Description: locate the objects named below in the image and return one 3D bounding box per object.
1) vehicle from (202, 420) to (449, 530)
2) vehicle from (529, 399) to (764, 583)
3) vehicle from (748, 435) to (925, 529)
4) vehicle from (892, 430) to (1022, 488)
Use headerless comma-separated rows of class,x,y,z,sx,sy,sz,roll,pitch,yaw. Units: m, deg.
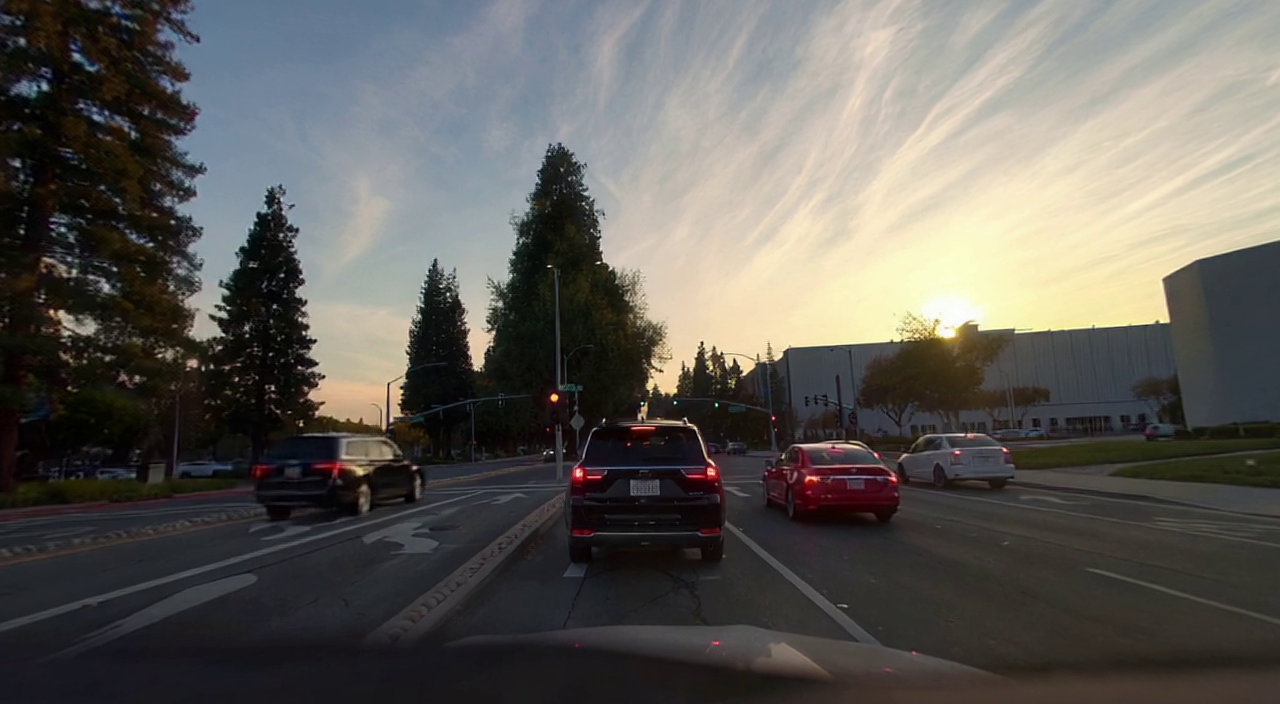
vehicle,-6.061,2.454,13.236,2.555,1.819,5.145,0,-9,0
vehicle,0.059,1.655,8.248,2.266,1.762,4.131,0,-9,0
vehicle,3.511,2.401,12.292,1.997,1.471,4.321,0,-9,-1
vehicle,10.861,3.699,22.130,2.123,1.812,4.553,0,-9,-1
